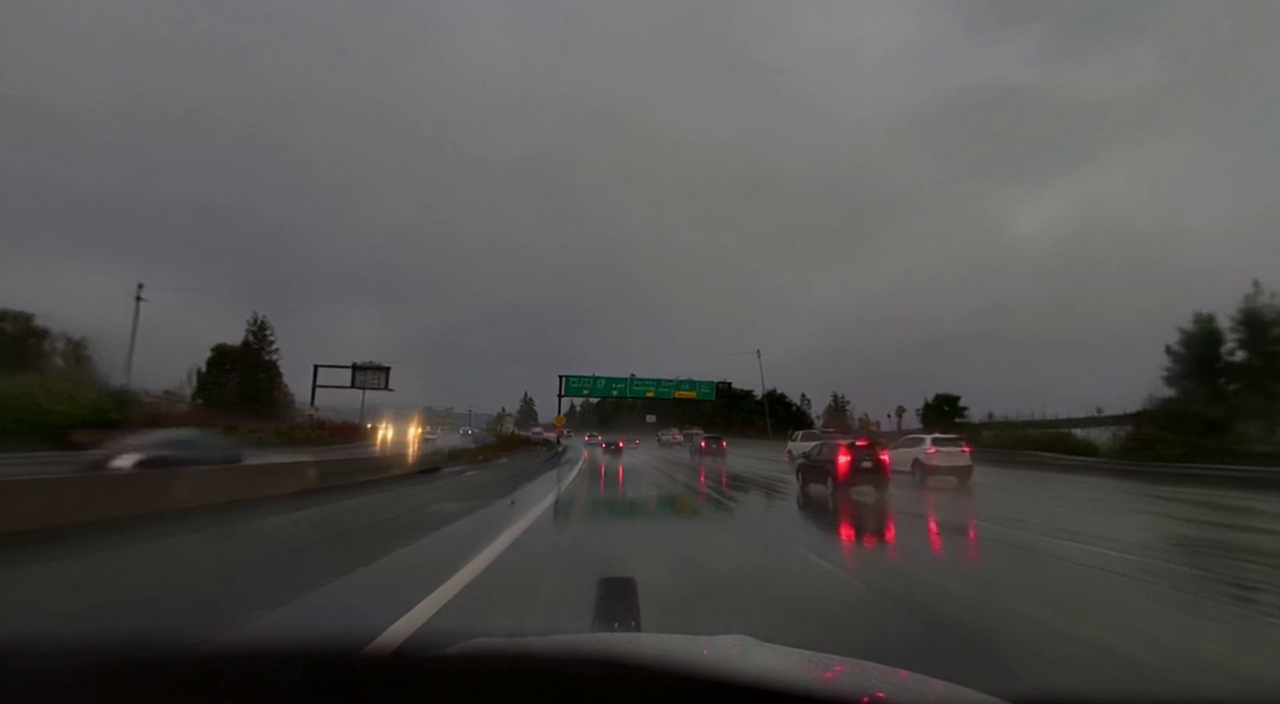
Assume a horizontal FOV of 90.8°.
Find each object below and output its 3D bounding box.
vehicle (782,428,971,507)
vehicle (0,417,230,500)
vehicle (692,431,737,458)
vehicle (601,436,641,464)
[{"bbox_3d":[5.090,2.562,14.526,2.196,1.494,4.735,1,-9,-5],"label":"vehicle"},{"bbox_3d":[-12.470,2.531,15.313,1.954,1.693,4.417,0,-9,1],"label":"vehicle"},{"bbox_3d":[4.803,6.024,41.195,2.094,1.652,3.955,1,-9,-5],"label":"vehicle"},{"bbox_3d":[-1.150,5.678,36.818,2.090,1.510,4.280,1,-9,-5],"label":"vehicle"}]
